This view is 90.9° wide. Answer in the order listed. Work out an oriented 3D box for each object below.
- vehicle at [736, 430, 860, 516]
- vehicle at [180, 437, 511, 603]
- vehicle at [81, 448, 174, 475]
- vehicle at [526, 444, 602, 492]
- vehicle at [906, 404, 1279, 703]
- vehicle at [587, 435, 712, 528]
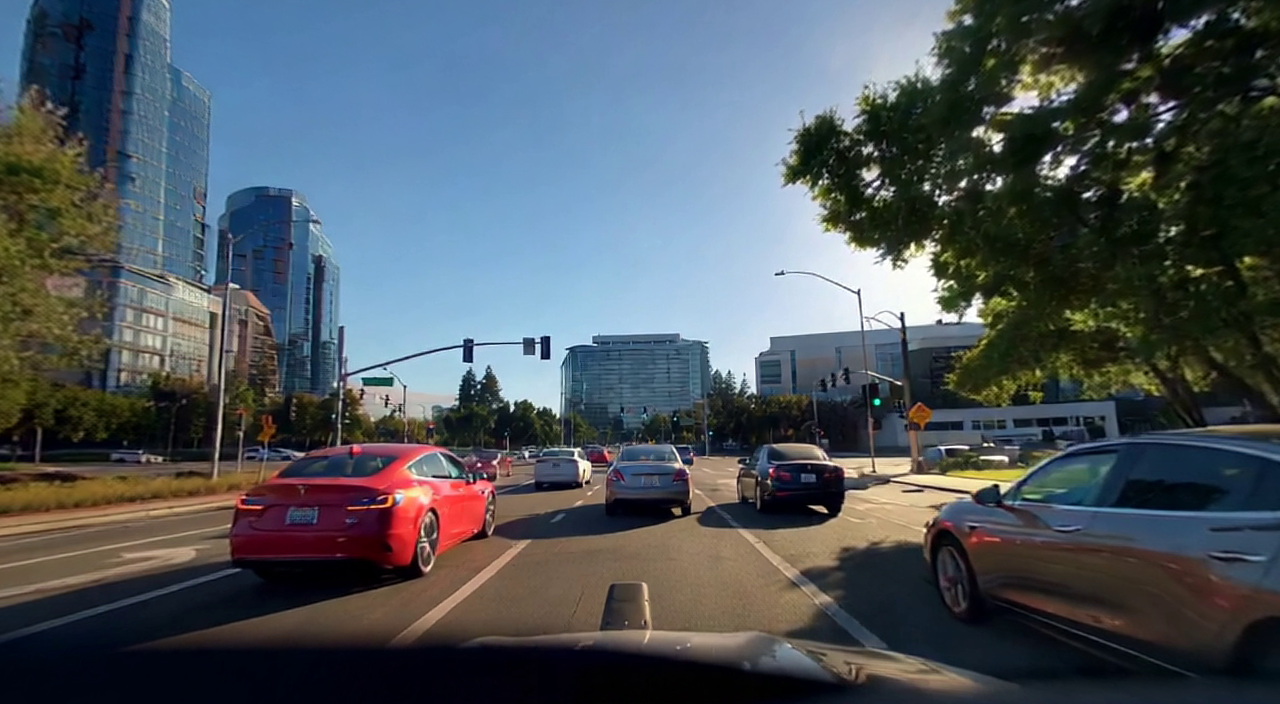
[{"bbox_3d":[3.556,2.791,15.014,1.938,1.732,4.006,0,-9,0],"label":"vehicle"},{"bbox_3d":[-3.137,1.860,7.983,2.015,1.478,4.407,0,-9,1],"label":"vehicle"},{"bbox_3d":[-38.557,8.235,47.533,5.268,1.770,2.107,-3,-9,2],"label":"vehicle"},{"bbox_3d":[-2.633,4.120,22.785,2.089,1.537,4.073,-1,-9,2],"label":"vehicle"},{"bbox_3d":[3.337,1.086,3.193,1.951,1.522,4.614,0,-9,0],"label":"vehicle"},{"bbox_3d":[0.148,2.559,13.034,2.144,1.563,4.218,0,-9,0],"label":"vehicle"}]
